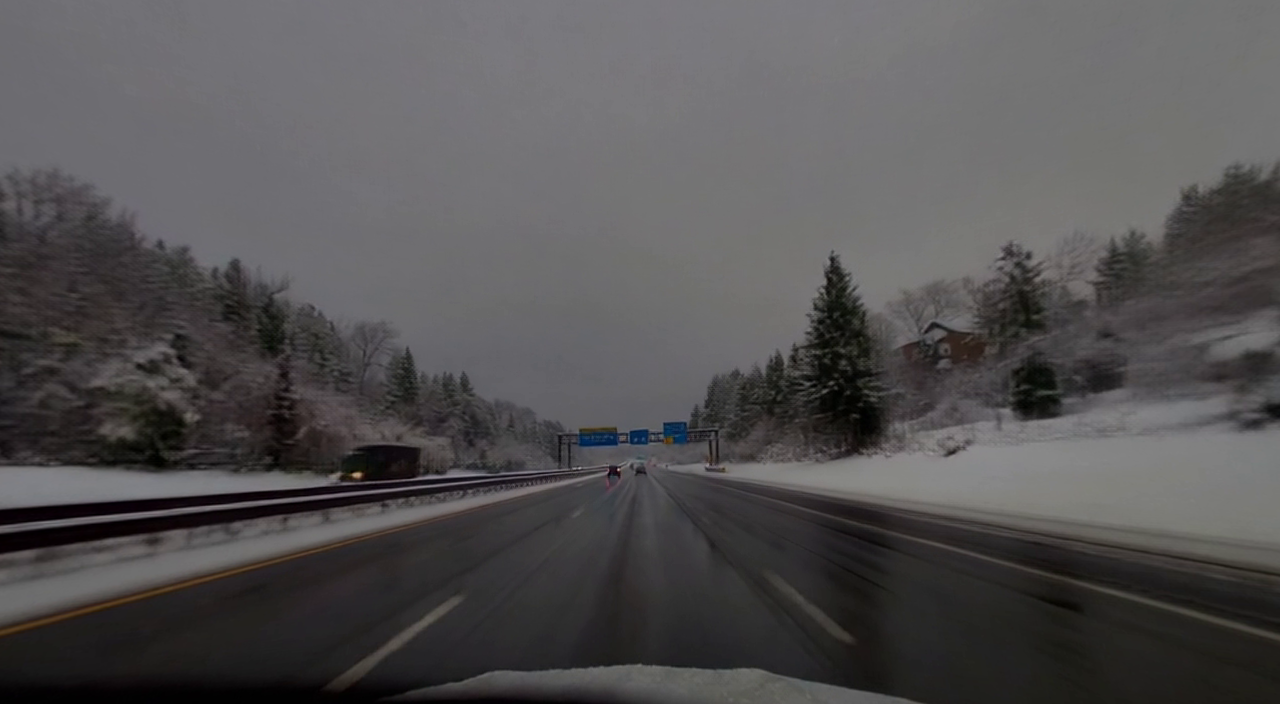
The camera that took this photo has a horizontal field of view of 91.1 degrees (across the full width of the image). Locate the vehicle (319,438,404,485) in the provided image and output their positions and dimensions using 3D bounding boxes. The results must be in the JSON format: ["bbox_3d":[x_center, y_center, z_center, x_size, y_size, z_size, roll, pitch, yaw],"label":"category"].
[{"bbox_3d":[-19.005,7.604,43.385,2.527,2.934,6.701,1,-11,1],"label":"vehicle"}]
